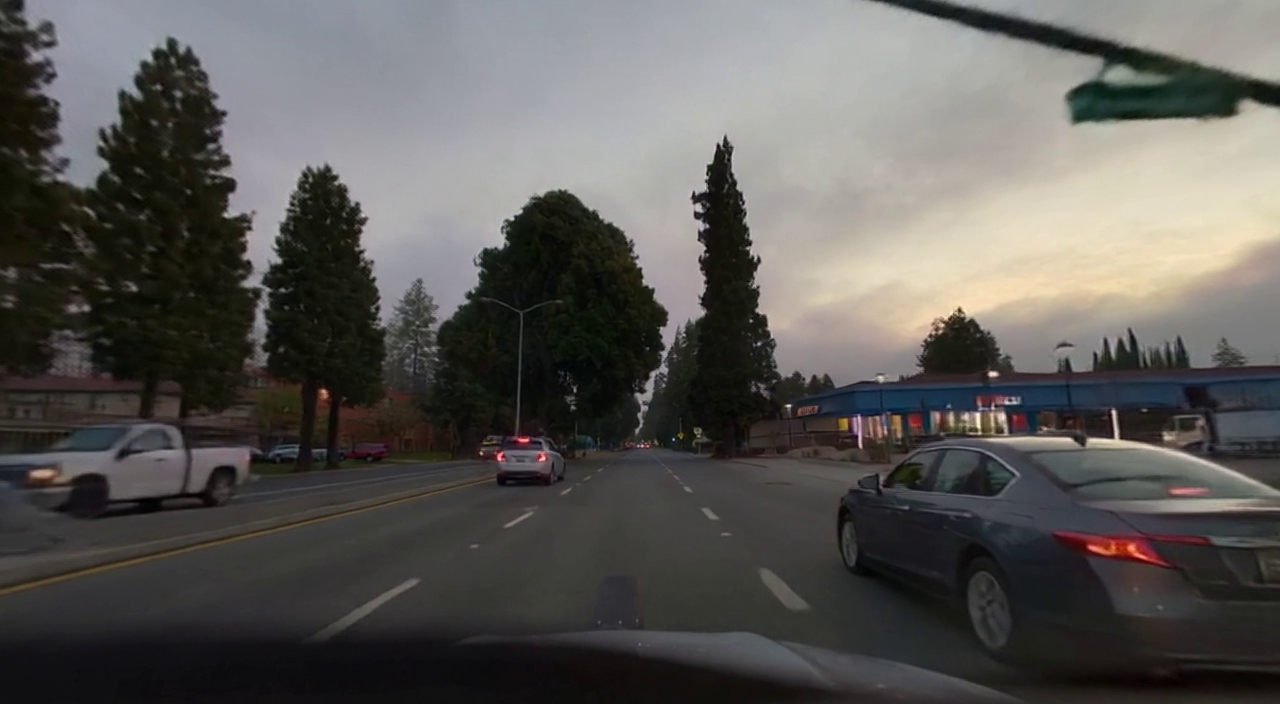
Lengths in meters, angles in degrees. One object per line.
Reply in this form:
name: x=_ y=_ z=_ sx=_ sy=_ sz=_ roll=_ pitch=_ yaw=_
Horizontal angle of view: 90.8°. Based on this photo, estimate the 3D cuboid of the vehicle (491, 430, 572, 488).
vehicle: x=-3.683 y=3.745 z=22.366 sx=1.997 sy=1.806 sz=4.500 roll=0 pitch=-8 yaw=1

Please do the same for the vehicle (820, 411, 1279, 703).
vehicle: x=3.200 y=1.364 z=5.160 sx=1.975 sy=1.502 sz=4.787 roll=0 pitch=-8 yaw=-1

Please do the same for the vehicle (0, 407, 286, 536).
vehicle: x=-9.570 y=2.234 z=12.366 sx=2.301 sy=1.926 sz=5.183 roll=-2 pitch=-9 yaw=0
